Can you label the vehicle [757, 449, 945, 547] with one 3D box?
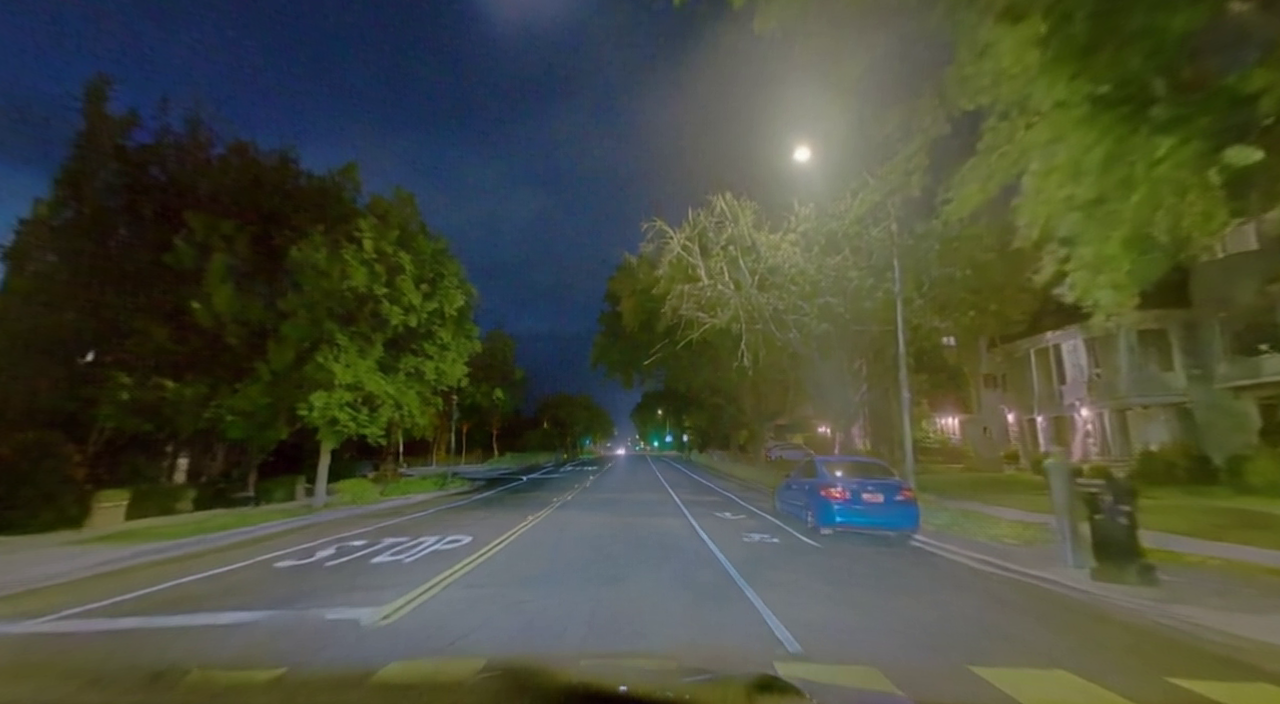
[{"bbox_3d":[3.714,2.624,12.116,1.961,1.472,4.434,0,-8,-1],"label":"vehicle"}]
